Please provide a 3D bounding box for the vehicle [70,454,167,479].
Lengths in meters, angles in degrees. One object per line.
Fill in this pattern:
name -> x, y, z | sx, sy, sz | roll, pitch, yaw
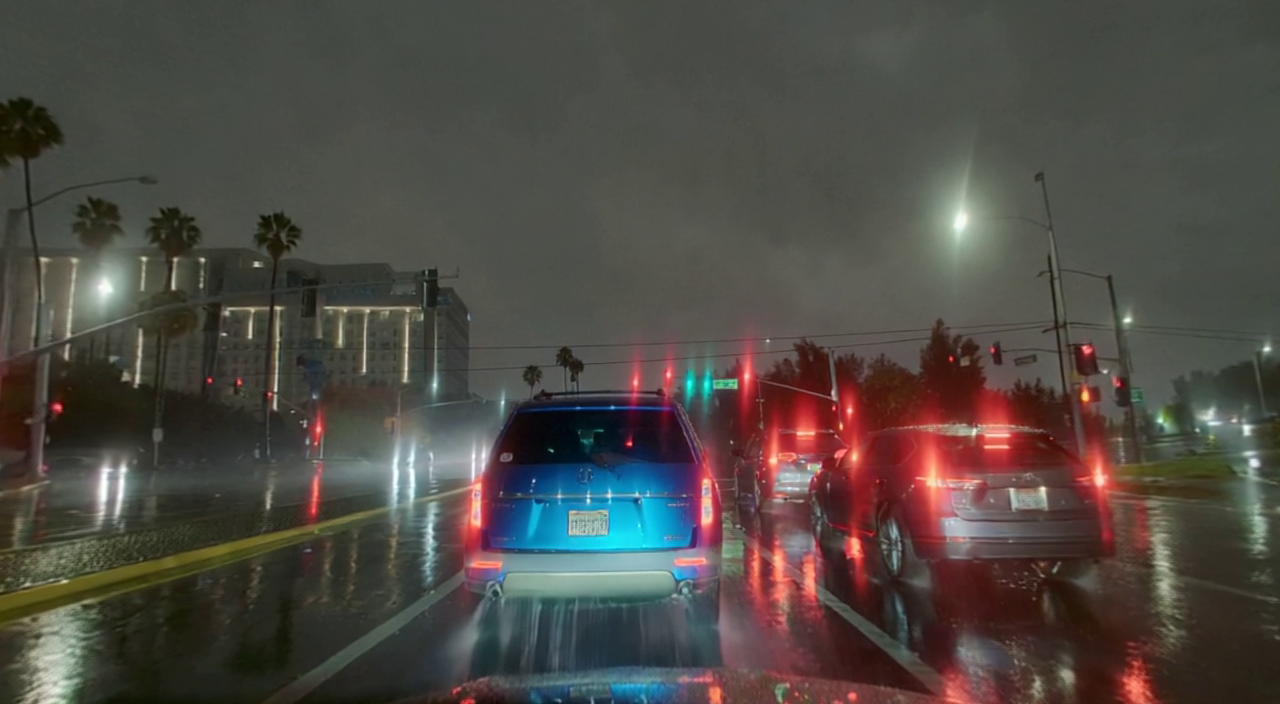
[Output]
vehicle -> -39.103, 8.586, 47.134 | 5.347, 1.785, 2.123 | 0, -8, 2

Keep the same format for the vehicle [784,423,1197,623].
vehicle -> 3.124, 1.609, 6.968 | 1.971, 1.473, 4.495 | 0, -8, 0

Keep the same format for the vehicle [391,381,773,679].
vehicle -> -0.329, 1.316, 5.693 | 2.172, 1.694, 4.055 | 0, -8, 0
